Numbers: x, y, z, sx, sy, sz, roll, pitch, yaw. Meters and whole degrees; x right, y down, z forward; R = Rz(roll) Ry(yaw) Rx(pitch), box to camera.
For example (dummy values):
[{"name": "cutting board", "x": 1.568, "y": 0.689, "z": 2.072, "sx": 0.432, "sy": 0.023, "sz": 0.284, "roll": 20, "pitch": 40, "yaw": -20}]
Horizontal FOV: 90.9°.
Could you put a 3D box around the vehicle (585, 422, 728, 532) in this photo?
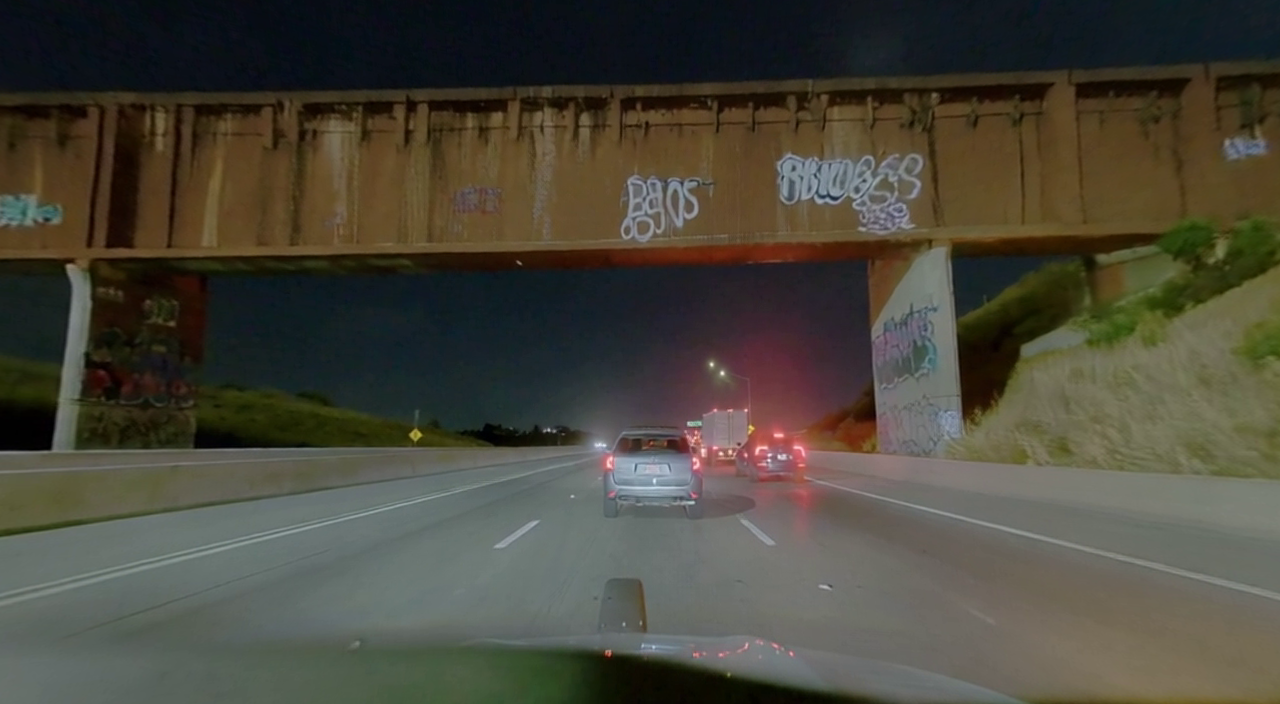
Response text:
[{"name": "vehicle", "x": 0.277, "y": 2.215, "z": 11.690, "sx": 2.193, "sy": 1.651, "sz": 3.946, "roll": 0, "pitch": -8, "yaw": 1}]

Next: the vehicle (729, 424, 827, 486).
[{"name": "vehicle", "x": 4.766, "y": 3.690, "z": 22.889, "sx": 2.311, "sy": 1.922, "sz": 5.977, "roll": 0, "pitch": -8, "yaw": 1}]
